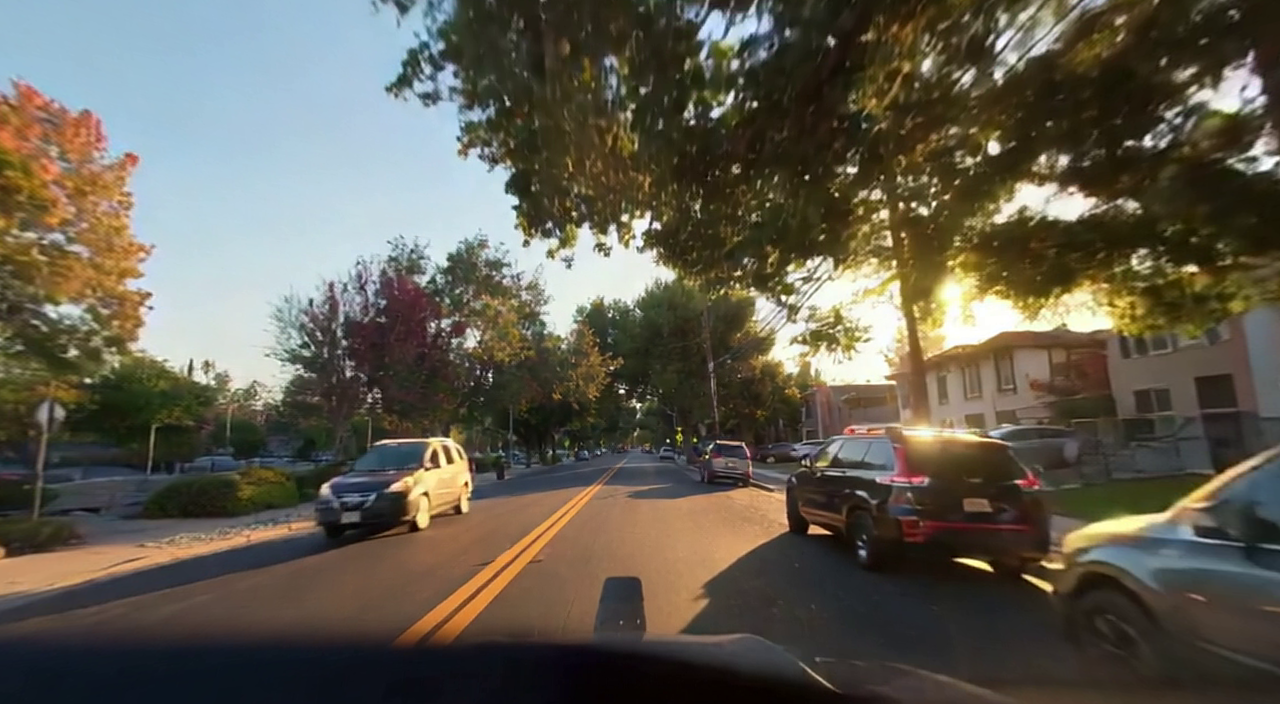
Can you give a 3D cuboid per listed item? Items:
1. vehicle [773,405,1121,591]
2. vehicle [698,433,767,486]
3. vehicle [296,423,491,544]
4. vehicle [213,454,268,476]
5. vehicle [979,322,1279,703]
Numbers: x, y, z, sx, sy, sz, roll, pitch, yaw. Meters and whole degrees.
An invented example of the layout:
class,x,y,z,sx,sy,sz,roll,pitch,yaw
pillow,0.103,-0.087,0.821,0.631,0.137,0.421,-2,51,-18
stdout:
class,x,y,z,sx,sy,sz,roll,pitch,yaw
vehicle,3.478,1.755,8.495,2.125,1.772,4.629,0,-9,-3
vehicle,3.462,4.108,24.420,1.949,1.807,4.224,2,-9,-1
vehicle,-4.514,2.447,12.412,2.074,1.836,4.365,-3,-9,0
vehicle,-29.102,8.189,45.969,4.558,1.495,1.925,-7,-11,38
vehicle,3.383,0.701,1.750,2.137,1.761,4.697,0,-9,-2
